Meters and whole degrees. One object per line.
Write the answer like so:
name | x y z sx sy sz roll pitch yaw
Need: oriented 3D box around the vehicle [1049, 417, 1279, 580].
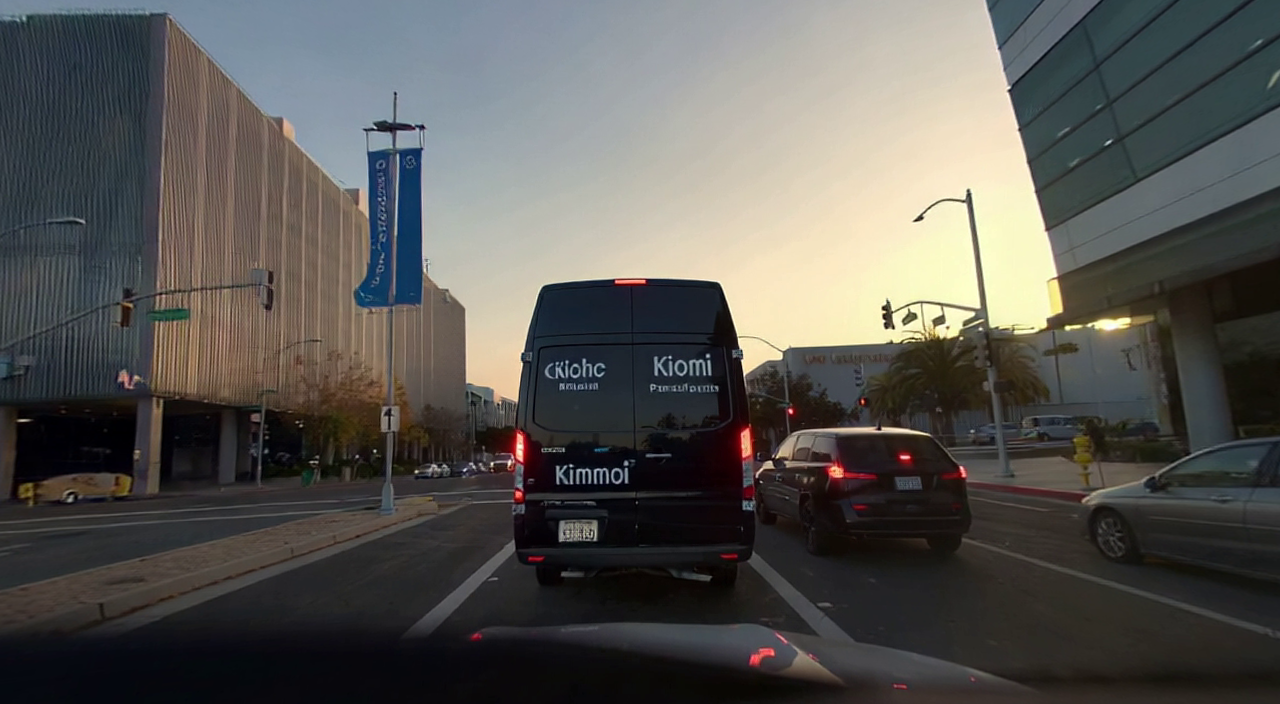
vehicle | 7.533 1.582 7.004 1.963 1.669 4.678 3 -9 -20

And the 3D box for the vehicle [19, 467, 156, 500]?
vehicle | -28.234 6.746 32.469 4.888 1.481 1.873 2 -9 -12

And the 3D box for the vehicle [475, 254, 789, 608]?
vehicle | -0.032 1.168 9.106 2.613 3.035 7.342 0 -8 1

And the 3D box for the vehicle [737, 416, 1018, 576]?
vehicle | 2.883 1.862 9.041 2.183 1.676 4.506 0 -8 -1
